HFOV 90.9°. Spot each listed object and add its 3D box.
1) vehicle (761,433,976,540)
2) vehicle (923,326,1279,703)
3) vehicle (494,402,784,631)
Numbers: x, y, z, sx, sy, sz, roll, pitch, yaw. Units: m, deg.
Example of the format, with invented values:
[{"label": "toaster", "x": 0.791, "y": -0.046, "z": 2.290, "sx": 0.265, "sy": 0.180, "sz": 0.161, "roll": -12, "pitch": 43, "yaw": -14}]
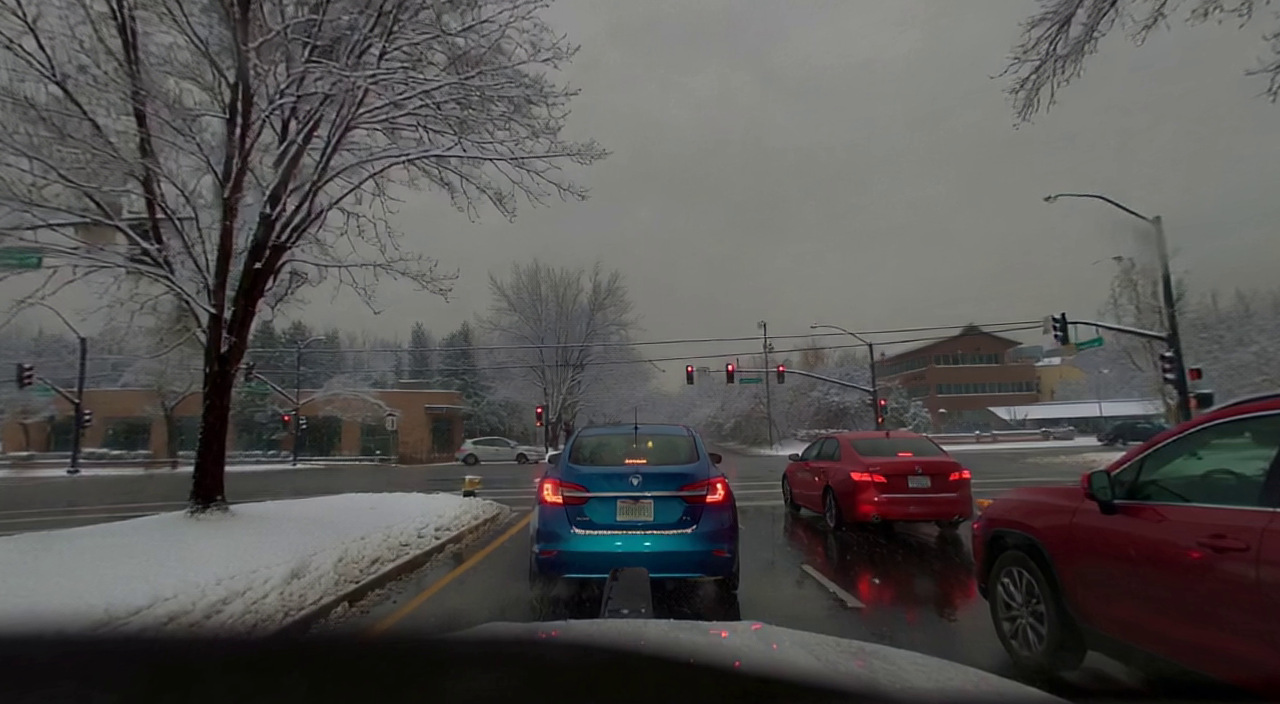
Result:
[{"label": "vehicle", "x": 3.689, "y": 2.258, "z": 11.299, "sx": 2.054, "sy": 1.482, "sz": 4.654, "roll": 0, "pitch": -9, "yaw": -1}, {"label": "vehicle", "x": 3.718, "y": 0.937, "z": 3.422, "sx": 2.162, "sy": 1.829, "sz": 4.519, "roll": 0, "pitch": -9, "yaw": -1}, {"label": "vehicle", "x": -0.020, "y": 1.470, "z": 6.506, "sx": 2.074, "sy": 1.631, "sz": 3.793, "roll": 0, "pitch": -9, "yaw": 0}]
